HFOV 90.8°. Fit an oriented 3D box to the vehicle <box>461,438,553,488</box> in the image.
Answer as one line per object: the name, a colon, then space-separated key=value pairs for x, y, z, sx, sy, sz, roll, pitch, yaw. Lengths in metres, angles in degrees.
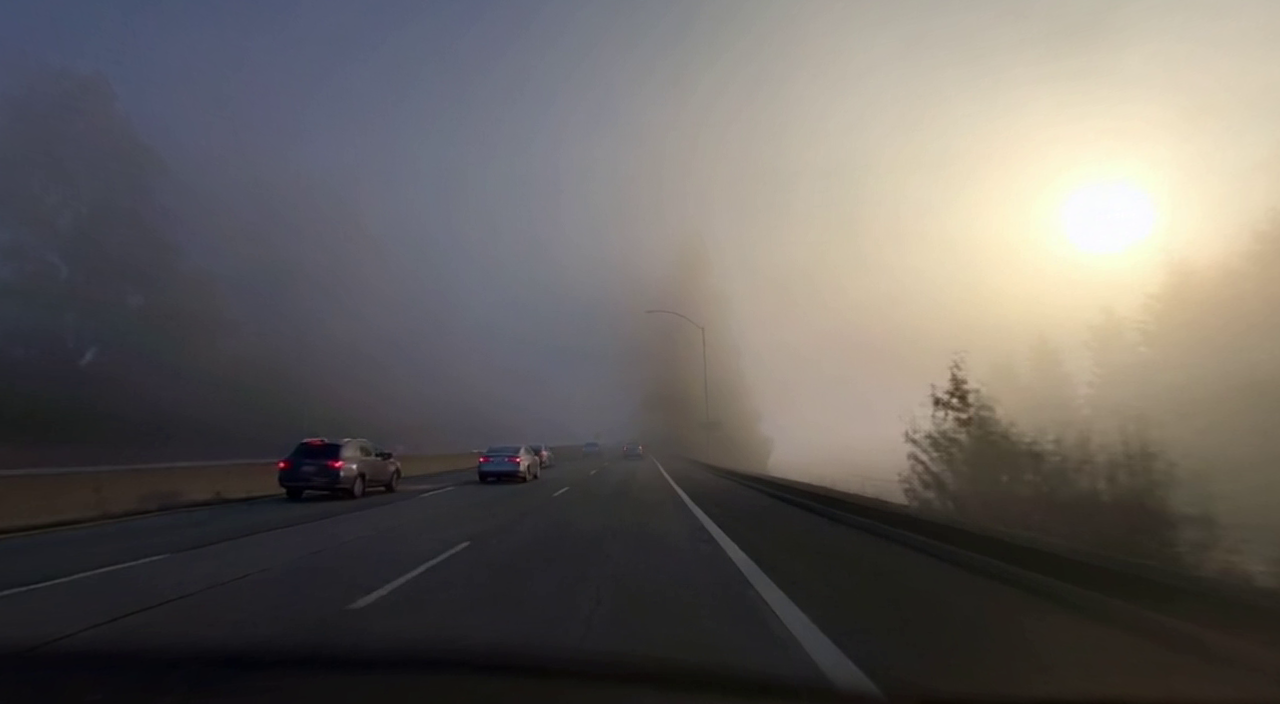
vehicle: x=-4.562 y=3.881 z=22.523 sx=2.102 sy=1.562 sz=4.884 roll=-1 pitch=-8 yaw=2

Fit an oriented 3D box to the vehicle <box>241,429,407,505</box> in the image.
vehicle: x=-8.403 y=3.087 z=17.430 sx=2.091 sy=1.795 sz=4.617 roll=-1 pitch=-8 yaw=1

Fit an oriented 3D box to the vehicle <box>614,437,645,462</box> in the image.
vehicle: x=-0.757 y=7.314 z=47.330 sx=2.179 sy=1.742 sz=4.396 roll=0 pitch=-8 yaw=0
